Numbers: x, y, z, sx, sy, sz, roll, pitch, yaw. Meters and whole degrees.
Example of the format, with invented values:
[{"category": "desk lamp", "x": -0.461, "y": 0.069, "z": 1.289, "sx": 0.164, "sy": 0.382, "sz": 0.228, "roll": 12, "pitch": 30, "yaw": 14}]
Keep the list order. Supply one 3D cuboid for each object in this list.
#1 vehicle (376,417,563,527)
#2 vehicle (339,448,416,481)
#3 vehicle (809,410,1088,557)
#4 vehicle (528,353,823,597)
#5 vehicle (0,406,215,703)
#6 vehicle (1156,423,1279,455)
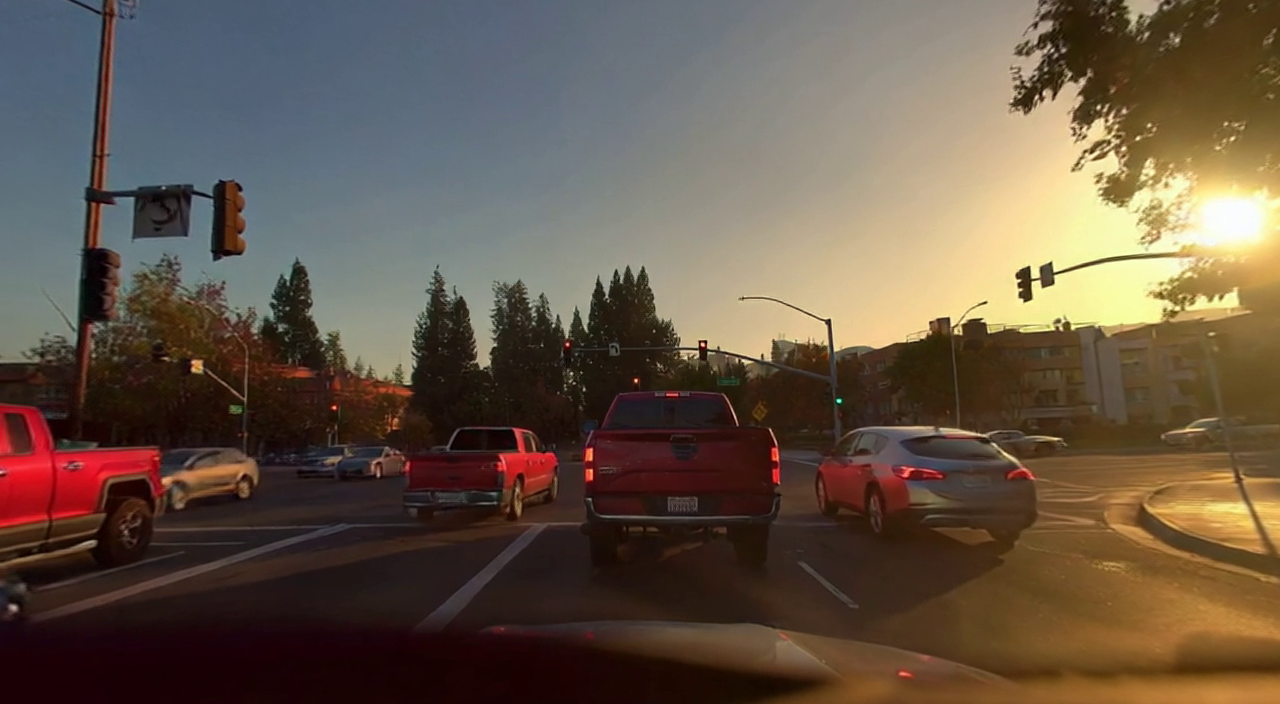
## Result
[{"category": "vehicle", "x": -3.034, "y": 2.265, "z": 12.514, "sx": 2.125, "sy": 1.739, "sz": 4.707, "roll": 0, "pitch": -8, "yaw": 4}, {"category": "vehicle", "x": -12.842, "y": 5.500, "z": 31.188, "sx": 1.834, "sy": 1.463, "sz": 4.597, "roll": 0, "pitch": -8, "yaw": 0}, {"category": "vehicle", "x": 4.095, "y": 1.816, "z": 9.358, "sx": 1.984, "sy": 1.659, "sz": 4.226, "roll": 0, "pitch": -8, "yaw": 0}, {"category": "vehicle", "x": 0.358, "y": 1.392, "z": 7.862, "sx": 2.505, "sy": 2.084, "sz": 4.768, "roll": 0, "pitch": -8, "yaw": 1}, {"category": "vehicle", "x": -3.372, "y": 0.763, "z": 1.073, "sx": 1.998, "sy": 1.481, "sz": 4.656, "roll": 0, "pitch": -8, "yaw": 1}, {"category": "vehicle", "x": 27.795, "y": 4.156, "z": 30.062, "sx": 4.681, "sy": 1.458, "sz": 1.908, "roll": 0, "pitch": -8, "yaw": -1}]
